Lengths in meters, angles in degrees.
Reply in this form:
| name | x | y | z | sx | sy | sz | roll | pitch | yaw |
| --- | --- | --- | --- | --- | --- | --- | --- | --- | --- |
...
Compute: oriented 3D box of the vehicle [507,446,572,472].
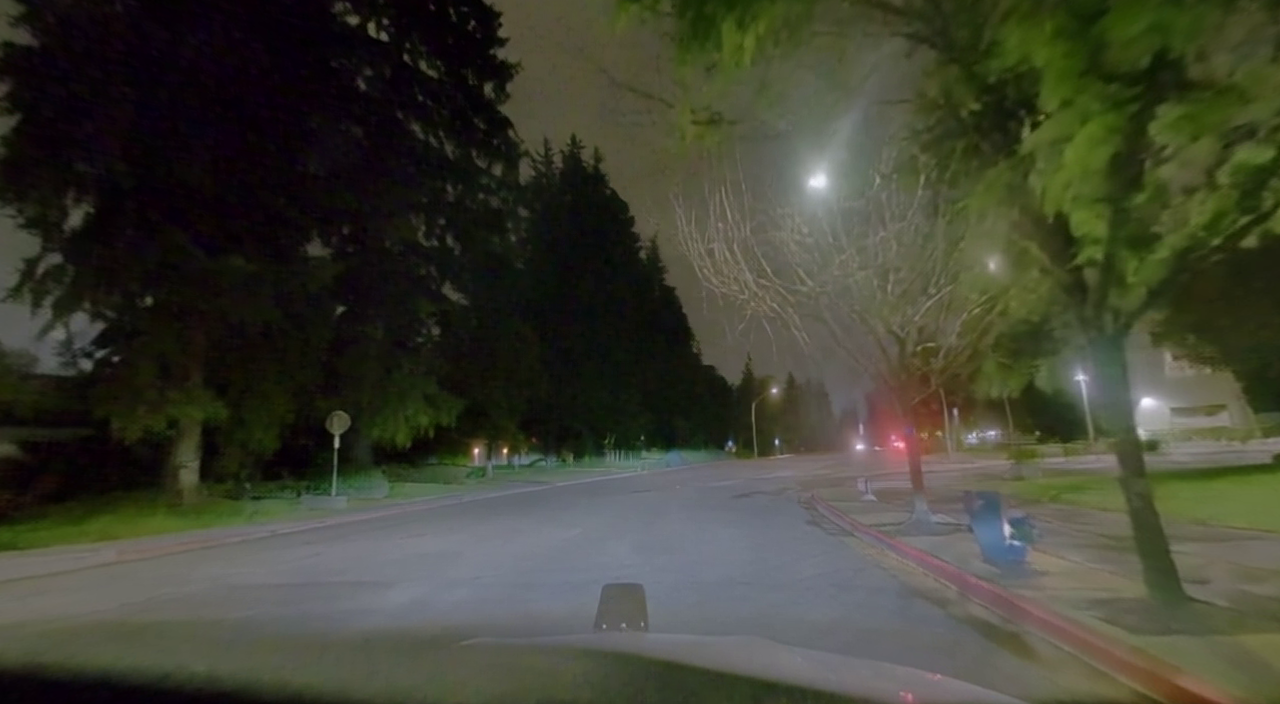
| name | x | y | z | sx | sy | sz | roll | pitch | yaw |
| --- | --- | --- | --- | --- | --- | --- | --- | --- | --- |
| vehicle | -6.765 | 7.250 | 42.904 | 4.252 | 1.681 | 1.854 | 1 | -8 | -7 |
